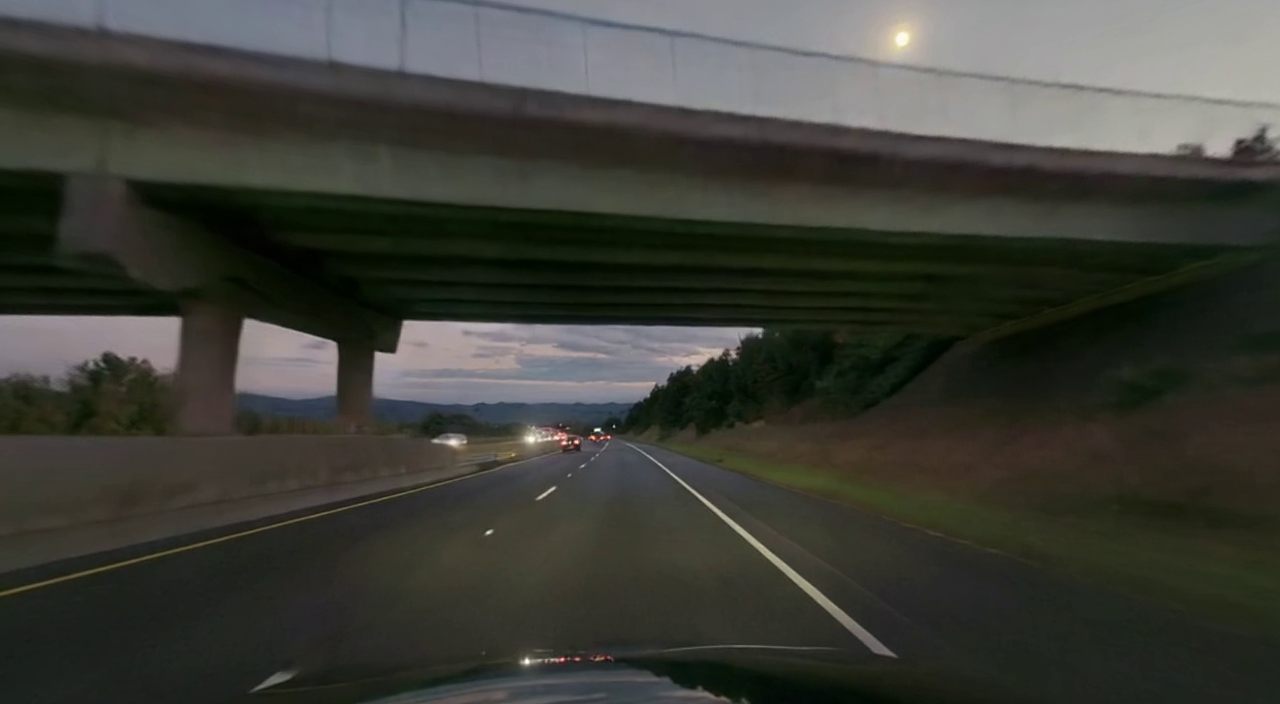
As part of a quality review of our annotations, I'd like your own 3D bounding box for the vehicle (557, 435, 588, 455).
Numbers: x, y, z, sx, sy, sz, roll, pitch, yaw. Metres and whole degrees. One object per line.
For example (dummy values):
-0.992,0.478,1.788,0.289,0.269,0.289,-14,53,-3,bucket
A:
-5.100,7.098,48.202,2.005,1.509,4.260,0,-8,-2,vehicle
